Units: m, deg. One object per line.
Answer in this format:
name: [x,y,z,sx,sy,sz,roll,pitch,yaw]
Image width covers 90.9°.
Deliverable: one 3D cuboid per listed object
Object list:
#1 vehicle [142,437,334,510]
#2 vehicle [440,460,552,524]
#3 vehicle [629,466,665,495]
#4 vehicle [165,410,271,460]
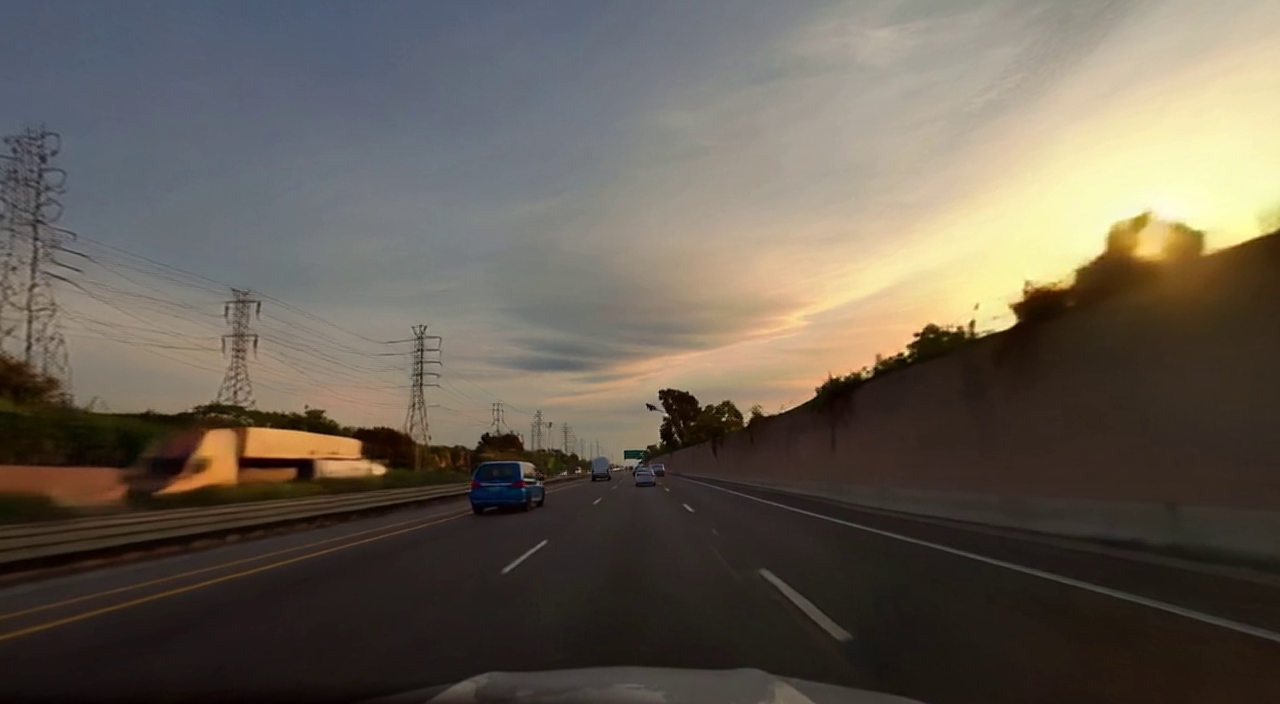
vehicle: [-19.420,6.095,31.655,3.041,3.021,10.124,1,-11,-1]
vehicle: [-3.834,3.863,17.715,2.023,1.541,4.543,0,-11,1]
vehicle: [0.382,7.568,37.271,2.006,1.554,3.863,1,-11,-1]
vehicle: [-19.422,3.916,29.257,1.955,1.634,4.229,0,-17,-1]
